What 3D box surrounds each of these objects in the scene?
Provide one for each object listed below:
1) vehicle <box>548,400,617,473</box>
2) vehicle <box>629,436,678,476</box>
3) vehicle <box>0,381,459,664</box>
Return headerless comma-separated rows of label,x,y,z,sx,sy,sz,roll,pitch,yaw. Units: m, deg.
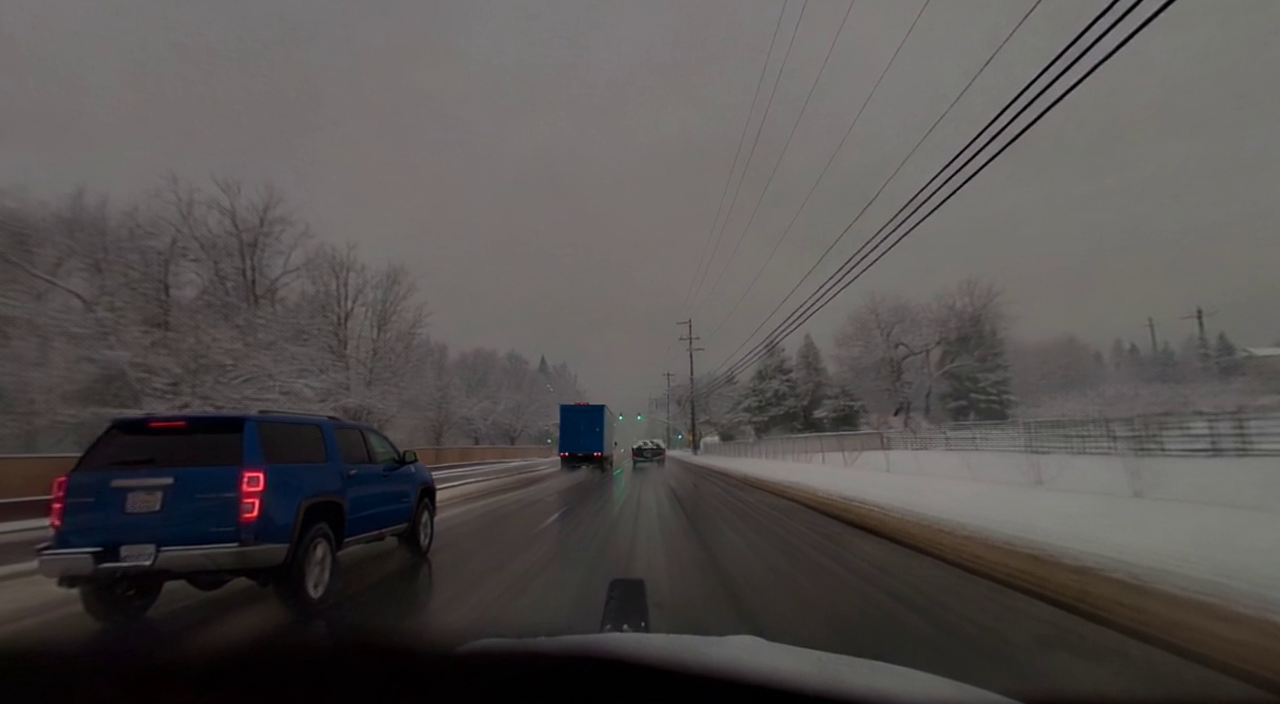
vehicle,-3.077,4.944,36.521,2.928,3.658,8.980,0,-9,1
vehicle,0.605,4.911,29.981,2.174,1.749,4.113,0,-9,1
vehicle,-3.656,1.447,6.467,2.093,1.832,4.508,0,-9,2
